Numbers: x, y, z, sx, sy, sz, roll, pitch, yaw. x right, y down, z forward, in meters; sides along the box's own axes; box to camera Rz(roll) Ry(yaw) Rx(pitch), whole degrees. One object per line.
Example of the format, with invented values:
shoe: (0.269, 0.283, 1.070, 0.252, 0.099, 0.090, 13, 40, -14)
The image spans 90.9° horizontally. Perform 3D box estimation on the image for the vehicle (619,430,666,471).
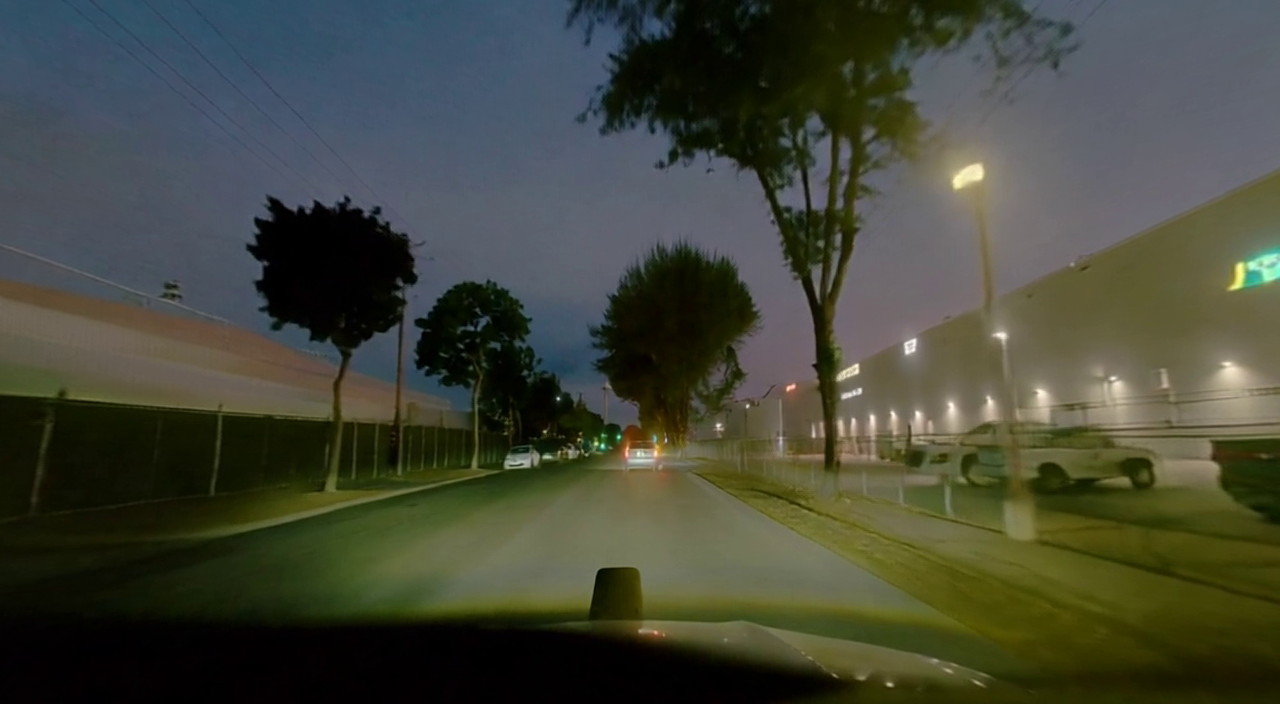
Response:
vehicle: (0.118, 4.789, 30.862, 2.152, 1.874, 4.042, 0, -8, 0)

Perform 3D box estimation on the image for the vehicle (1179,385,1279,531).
vehicle: (9.182, 1.123, 7.172, 4.178, 1.599, 1.926, -2, -10, 1)

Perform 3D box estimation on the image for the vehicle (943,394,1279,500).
vehicle: (8.482, 1.793, 11.670, 4.616, 1.500, 1.963, -4, -11, -1)

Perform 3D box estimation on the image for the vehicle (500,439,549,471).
vehicle: (-6.181, 5.613, 34.138, 1.938, 1.500, 4.130, -3, -10, -2)

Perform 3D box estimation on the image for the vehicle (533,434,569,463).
vehicle: (-6.730, 7.396, 48.076, 2.005, 1.989, 4.929, -3, -9, 0)
